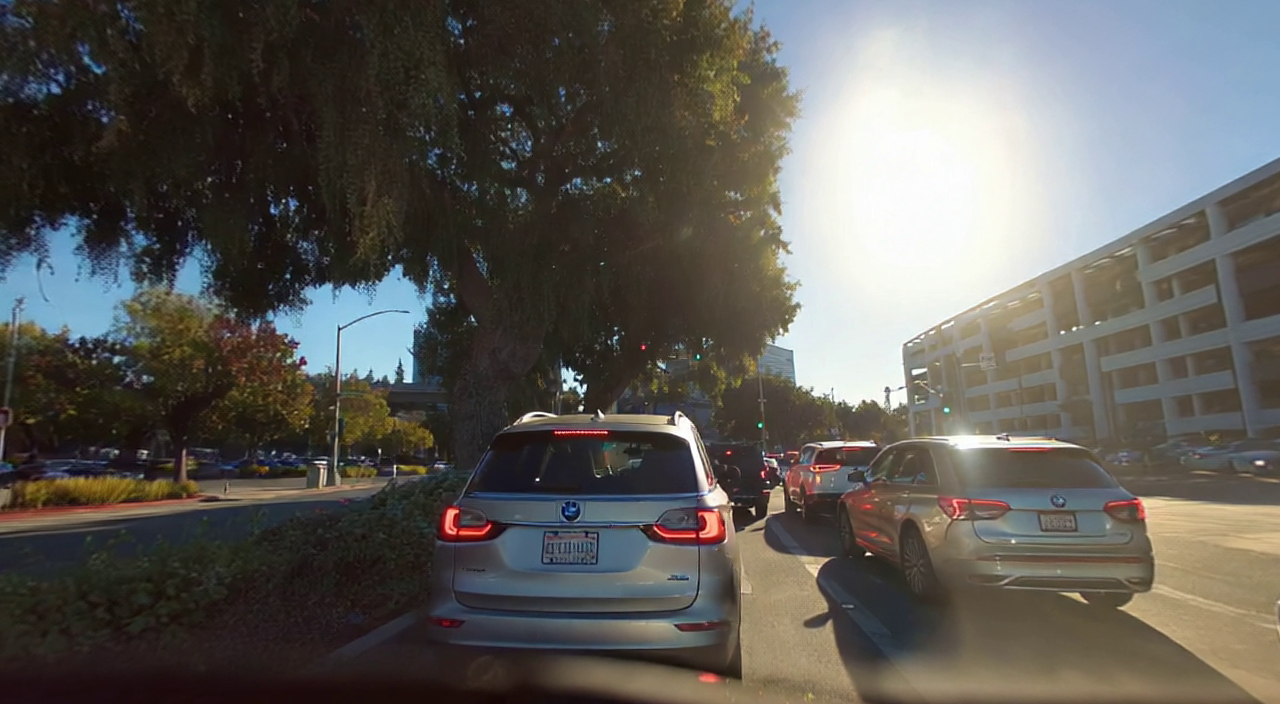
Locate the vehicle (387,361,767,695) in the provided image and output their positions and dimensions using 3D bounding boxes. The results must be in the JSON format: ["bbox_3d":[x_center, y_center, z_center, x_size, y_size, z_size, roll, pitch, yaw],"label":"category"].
[{"bbox_3d":[-0.210,1.237,5.564,2.021,1.742,4.295,-1,-8,4],"label":"vehicle"}]

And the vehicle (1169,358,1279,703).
[{"bbox_3d":[4.059,0.606,1.113,1.993,1.719,4.953,0,-8,1],"label":"vehicle"}]

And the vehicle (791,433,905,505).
[{"bbox_3d":[5.327,3.033,16.739,1.994,1.638,4.100,-1,-9,6],"label":"vehicle"}]

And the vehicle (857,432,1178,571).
[{"bbox_3d":[4.884,1.963,9.166,1.963,1.480,4.553,0,-8,2],"label":"vehicle"}]
